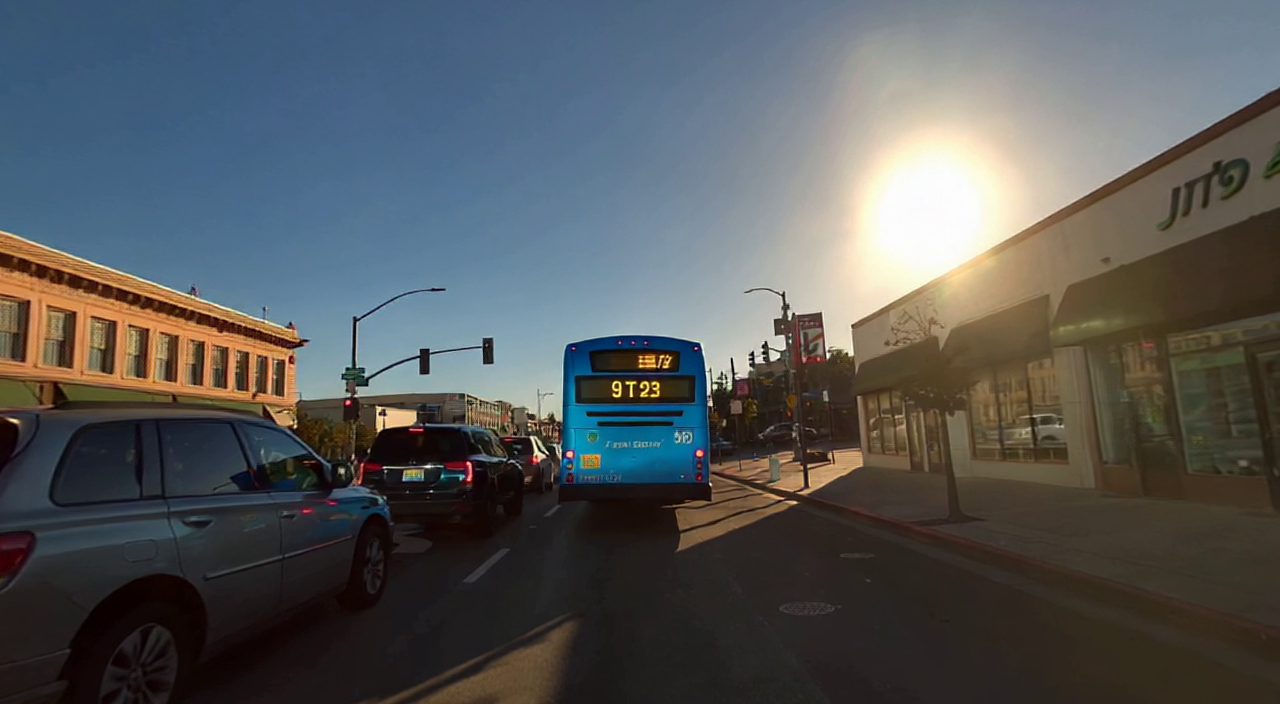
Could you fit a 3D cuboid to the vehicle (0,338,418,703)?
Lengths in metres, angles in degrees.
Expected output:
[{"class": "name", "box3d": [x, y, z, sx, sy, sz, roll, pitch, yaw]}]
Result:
[{"class": "vehicle", "box3d": [-3.217, 1.092, 3.979, 2.020, 1.725, 4.384, 0, -8, 0]}]

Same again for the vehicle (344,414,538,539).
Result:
[{"class": "vehicle", "box3d": [-3.341, 2.199, 11.780, 2.096, 1.828, 4.669, 0, -8, 0]}]

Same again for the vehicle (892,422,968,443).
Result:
[{"class": "vehicle", "box3d": [21.732, 6.052, 47.408, 4.827, 1.555, 1.863, 1, -9, -7]}]

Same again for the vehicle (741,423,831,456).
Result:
[{"class": "vehicle", "box3d": [9.961, 6.050, 43.498, 5.788, 2.165, 2.491, -2, -9, 10]}]

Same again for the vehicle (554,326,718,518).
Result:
[{"class": "vehicle", "box3d": [-0.315, 1.987, 16.504, 2.938, 3.468, 9.972, 0, -9, -3]}]
